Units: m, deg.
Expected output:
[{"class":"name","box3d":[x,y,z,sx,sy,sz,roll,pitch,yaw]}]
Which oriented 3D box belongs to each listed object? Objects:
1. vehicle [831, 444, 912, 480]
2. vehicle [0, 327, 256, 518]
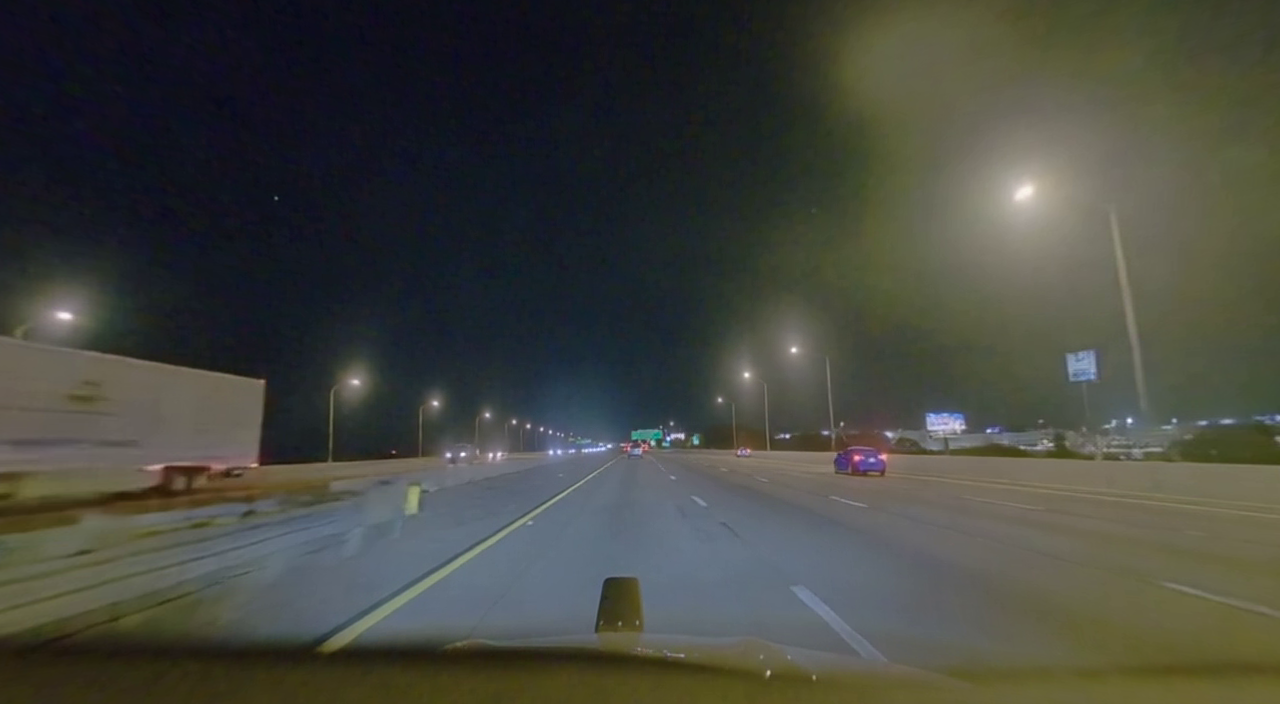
[{"class":"vehicle","box3d":[10.608,5.064,29.392,2.024,1.481,4.747,0,-8,0]},{"class":"vehicle","box3d":[-17.579,2.031,17.826,3.115,4.736,16.407,0,-8,0]}]
